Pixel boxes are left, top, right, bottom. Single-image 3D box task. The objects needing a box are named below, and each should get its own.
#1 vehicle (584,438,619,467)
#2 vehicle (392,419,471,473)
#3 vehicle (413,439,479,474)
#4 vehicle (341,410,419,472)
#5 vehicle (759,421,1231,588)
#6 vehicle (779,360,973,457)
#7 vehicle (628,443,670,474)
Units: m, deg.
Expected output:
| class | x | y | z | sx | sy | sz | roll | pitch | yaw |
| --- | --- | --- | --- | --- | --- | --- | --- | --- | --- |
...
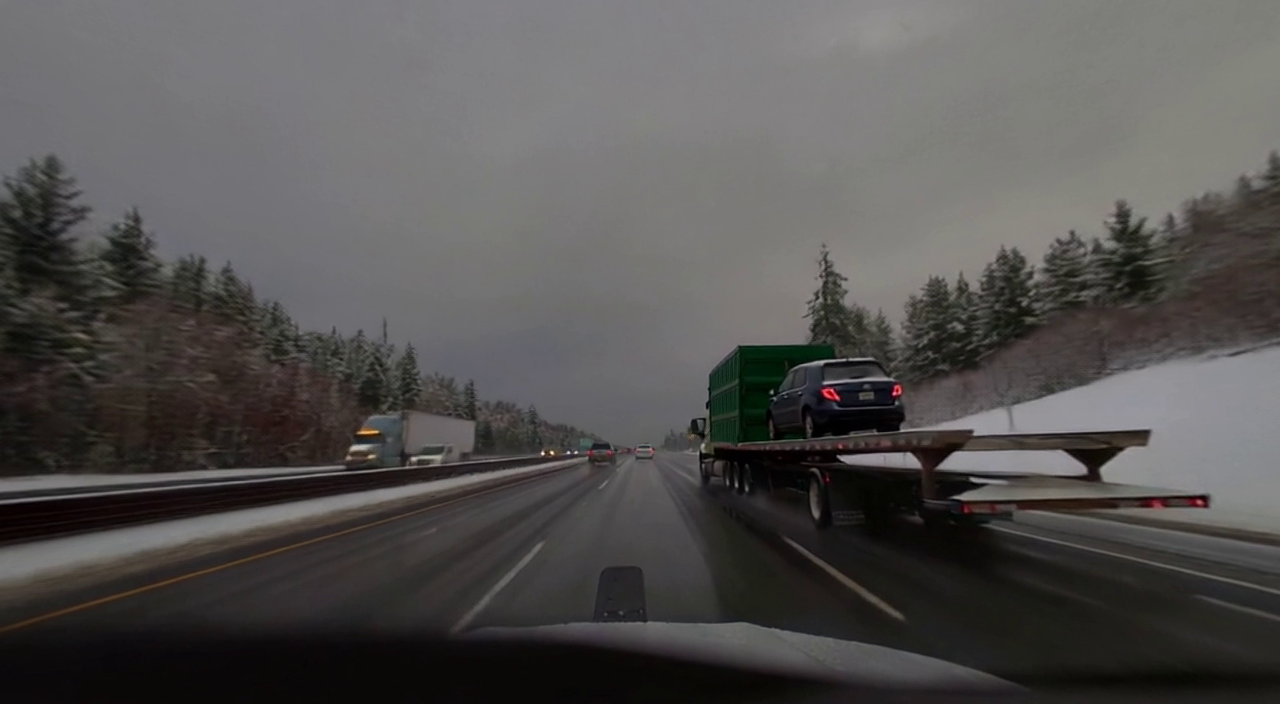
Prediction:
| class | x | y | z | sx | sy | sz | roll | pitch | yaw |
| --- | --- | --- | --- | --- | --- | --- | --- | --- | --- |
| vehicle | -2.781 | 7.397 | 46.432 | 2.142 | 2.044 | 4.446 | -1 | -9 | 2 |
| vehicle | -13.845 | 6.376 | 42.535 | 2.877 | 3.333 | 6.800 | 0 | -9 | 0 |
| vehicle | -10.451 | 5.691 | 34.365 | 2.030 | 1.776 | 4.514 | 0 | -9 | 2 |
| vehicle | -18.248 | 6.360 | 44.750 | 2.906 | 4.042 | 5.850 | 0 | -9 | 0 |
| vehicle | 4.302 | 2.221 | 10.848 | 2.654 | 1.574 | 9.537 | 0 | -9 | 0 |
| vehicle | 4.203 | 1.218 | 12.097 | 1.968 | 1.547 | 4.215 | 0 | -9 | -2 |
| vehicle | 0.477 | 5.604 | 33.319 | 2.086 | 1.497 | 3.681 | 0 | -9 | 1 |
